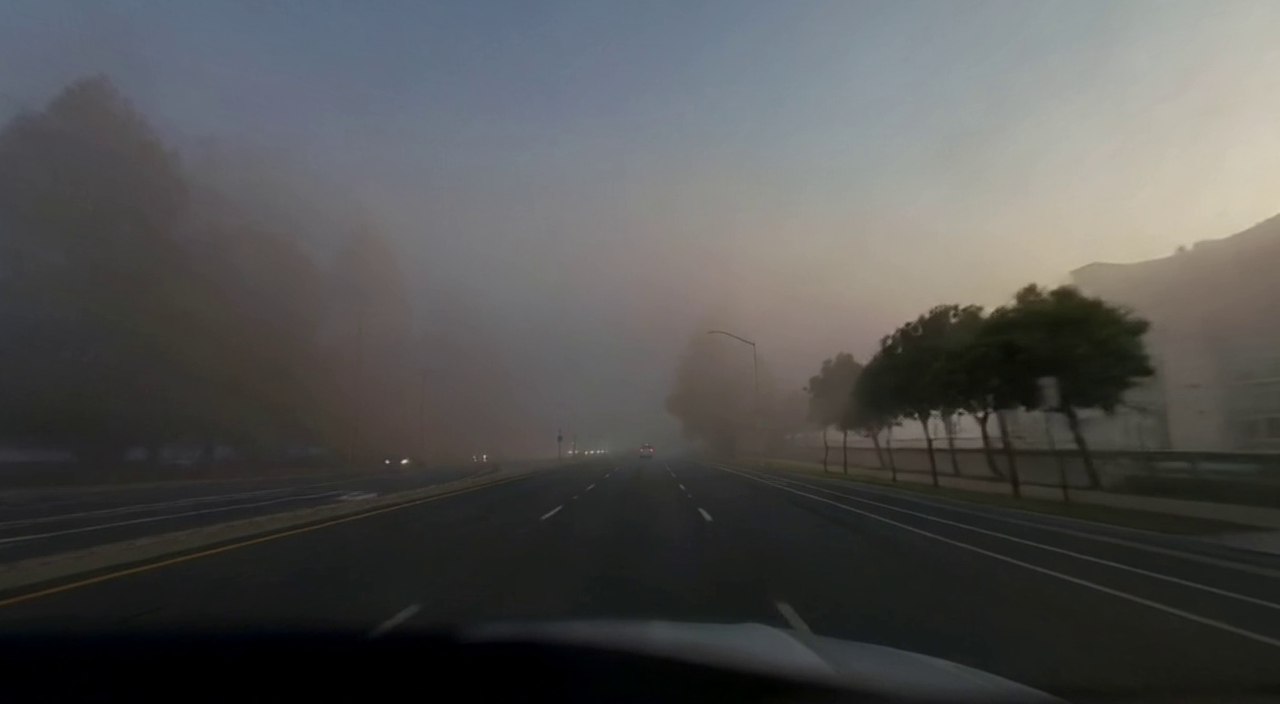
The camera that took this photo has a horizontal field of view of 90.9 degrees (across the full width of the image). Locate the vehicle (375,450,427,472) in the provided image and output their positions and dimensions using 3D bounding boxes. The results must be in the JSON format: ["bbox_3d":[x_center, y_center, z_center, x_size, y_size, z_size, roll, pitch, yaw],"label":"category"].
[{"bbox_3d":[-17.808,8.111,47.149,1.874,1.467,4.649,-2,-9,3],"label":"vehicle"}]
